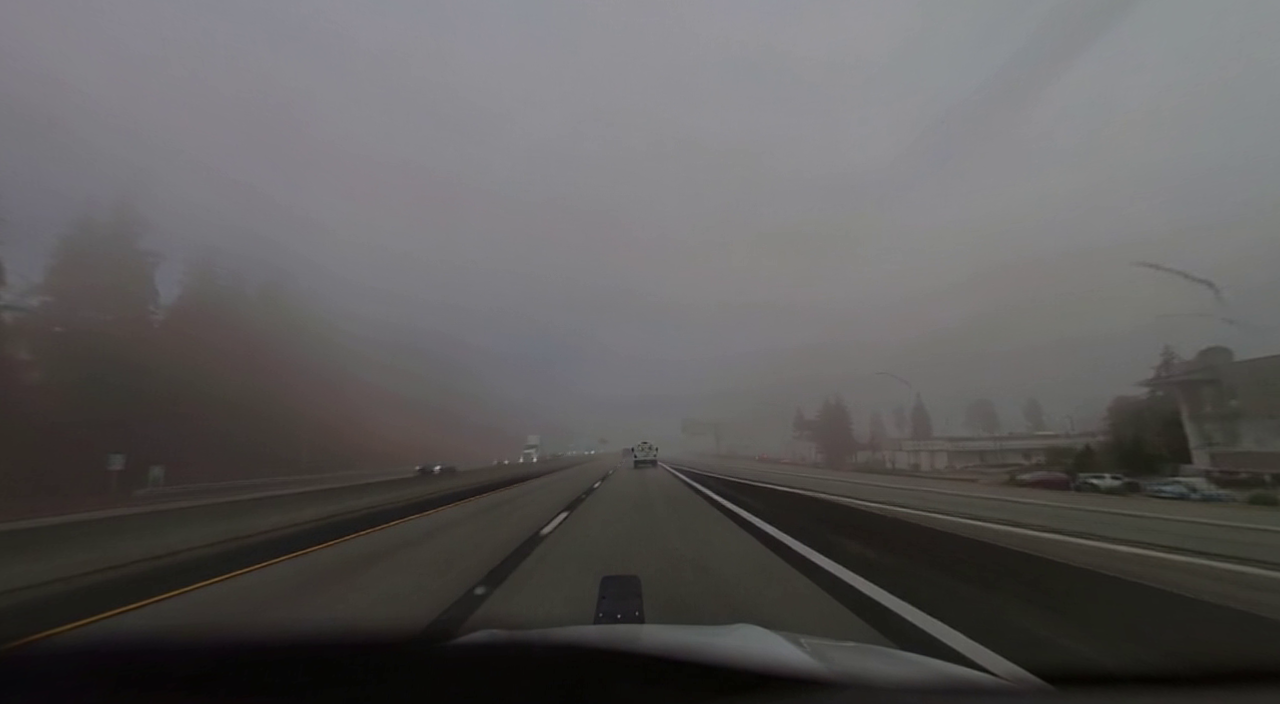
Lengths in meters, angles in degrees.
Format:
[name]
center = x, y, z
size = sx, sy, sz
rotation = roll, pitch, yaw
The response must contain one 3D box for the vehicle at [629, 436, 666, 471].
[vehicle]
center = 0.488, 6.508, 40.320
size = 2.268, 2.122, 4.595
rotation = -1, -9, 1
